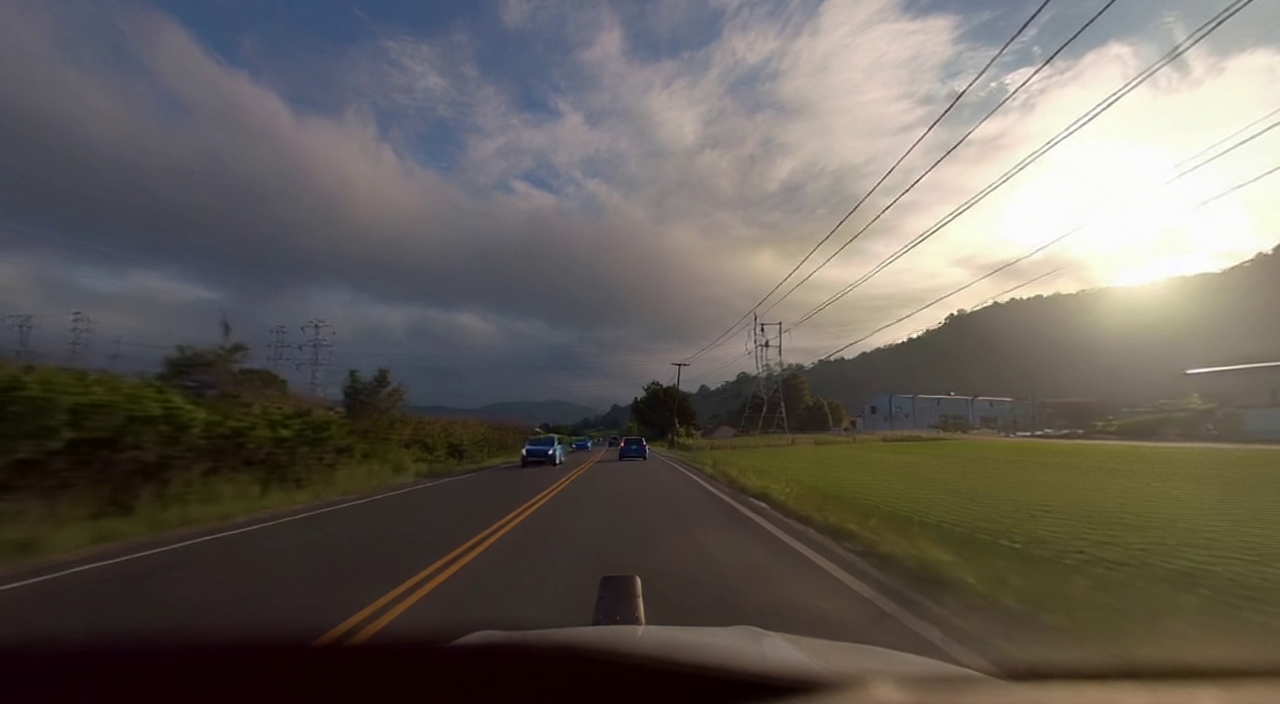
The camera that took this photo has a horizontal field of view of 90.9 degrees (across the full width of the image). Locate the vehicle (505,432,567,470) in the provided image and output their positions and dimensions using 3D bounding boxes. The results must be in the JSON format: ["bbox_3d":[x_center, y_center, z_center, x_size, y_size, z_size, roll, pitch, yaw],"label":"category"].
[{"bbox_3d":[-4.346,4.197,26.997,2.034,1.484,4.183,0,-8,-1],"label":"vehicle"}]

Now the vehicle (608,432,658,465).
[{"bbox_3d":[-0.359,4.603,30.230,2.241,1.471,3.829,1,-8,-1],"label":"vehicle"}]
